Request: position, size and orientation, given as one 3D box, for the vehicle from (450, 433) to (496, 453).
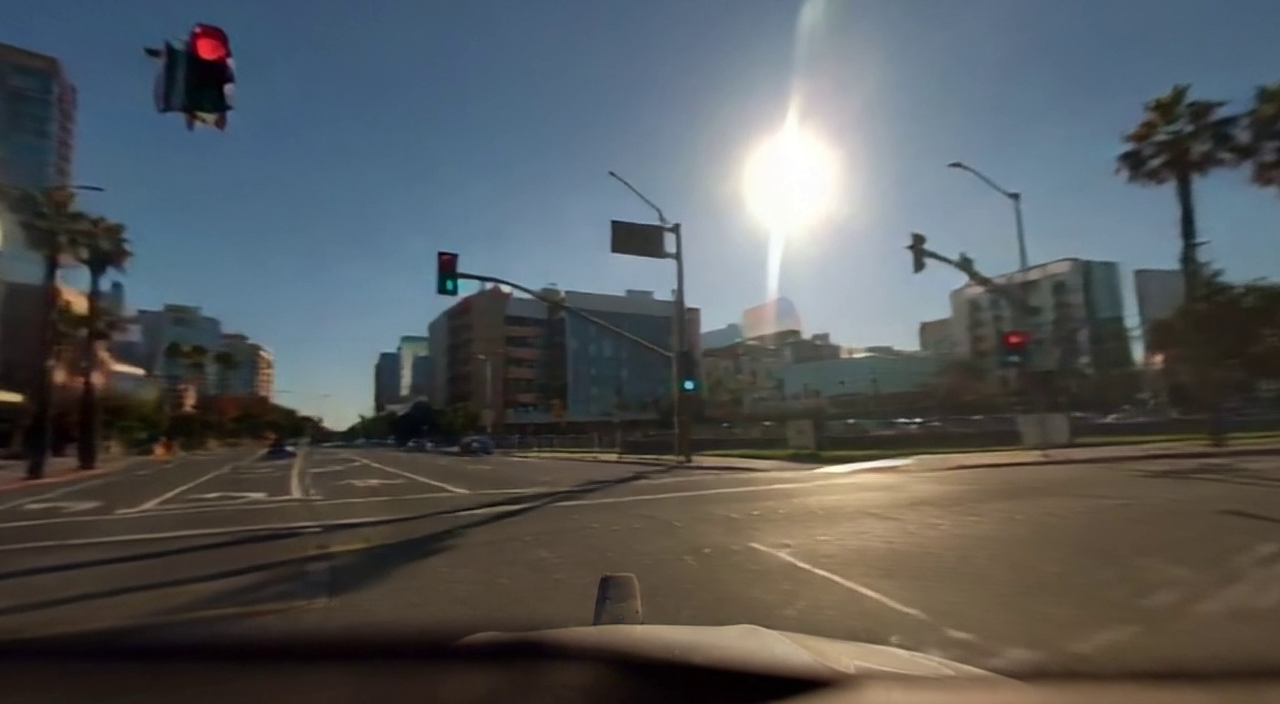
[{"bbox_3d":[-13.189,7.196,49.641,1.870,1.456,4.605,6,-11,-35],"label":"vehicle"}]
